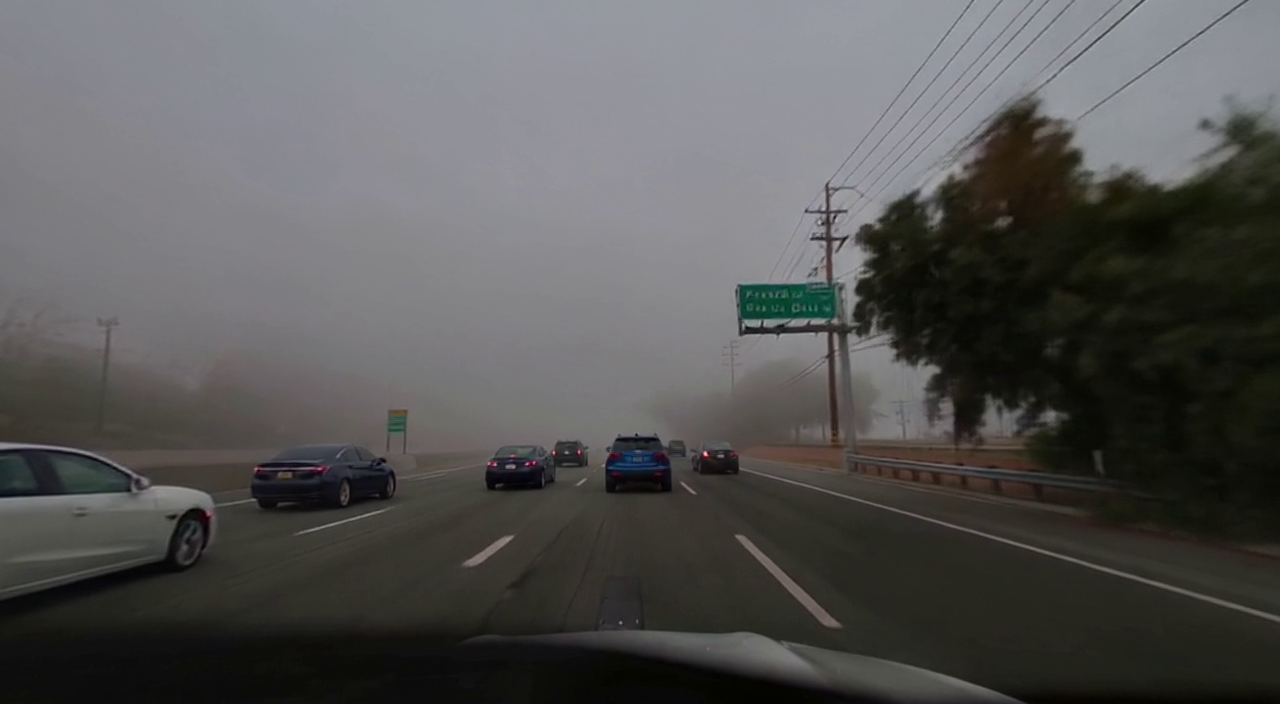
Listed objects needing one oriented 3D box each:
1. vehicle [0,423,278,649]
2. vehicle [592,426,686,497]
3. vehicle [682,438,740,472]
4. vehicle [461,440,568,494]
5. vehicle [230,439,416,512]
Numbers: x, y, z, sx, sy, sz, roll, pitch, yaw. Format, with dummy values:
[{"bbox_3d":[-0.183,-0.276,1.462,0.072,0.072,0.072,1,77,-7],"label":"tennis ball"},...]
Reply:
[{"bbox_3d":[-5.198,1.369,5.271,1.958,1.447,4.454,1,-8,-4],"label":"vehicle"},{"bbox_3d":[-0.013,2.968,17.405,2.284,1.699,4.168,0,-8,0],"label":"vehicle"},{"bbox_3d":[3.281,4.873,30.134,2.197,1.464,4.356,0,-8,-1],"label":"vehicle"},{"bbox_3d":[-3.609,3.399,19.165,2.203,1.425,4.610,0,-8,1],"label":"vehicle"},{"bbox_3d":[-7.174,2.815,15.008,1.959,1.435,4.719,0,-8,0],"label":"vehicle"}]
